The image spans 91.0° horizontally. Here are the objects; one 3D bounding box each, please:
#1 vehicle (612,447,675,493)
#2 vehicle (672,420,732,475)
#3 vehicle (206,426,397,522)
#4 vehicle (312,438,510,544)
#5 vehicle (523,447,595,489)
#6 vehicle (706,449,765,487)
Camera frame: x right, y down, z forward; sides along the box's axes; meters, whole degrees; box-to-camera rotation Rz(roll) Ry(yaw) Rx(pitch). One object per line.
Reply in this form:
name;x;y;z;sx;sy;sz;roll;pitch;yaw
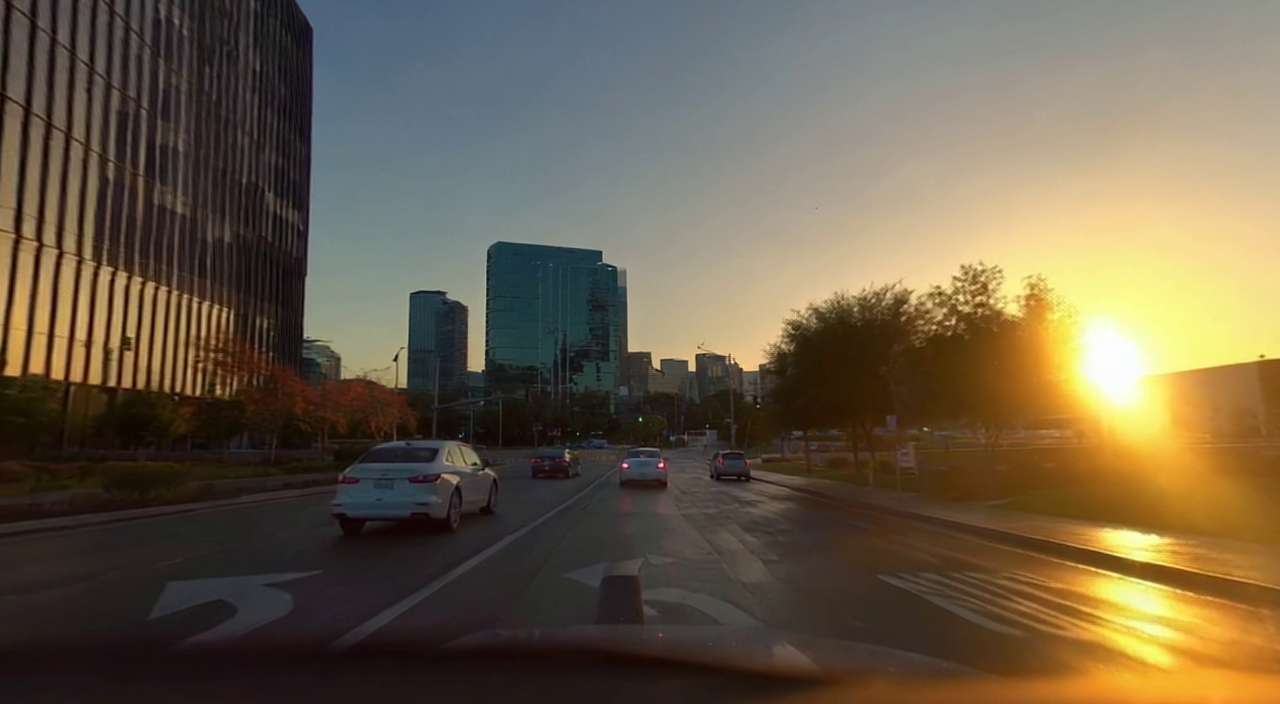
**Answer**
vehicle;0.145;4.361;23.700;2.174;1.509;4.374;0;-9;1
vehicle;4.124;6.834;45.028;3.074;3.316;12.953;0;-9;0
vehicle;-7.134;2.589;13.853;1.902;1.765;3.973;0;-9;1
vehicle;-3.780;2.341;11.314;1.933;1.520;4.195;0;-9;0
vehicle;-3.090;4.537;25.011;2.044;1.508;4.479;0;-9;2
vehicle;4.093;5.035;27.679;1.940;1.514;4.187;0;-9;0
